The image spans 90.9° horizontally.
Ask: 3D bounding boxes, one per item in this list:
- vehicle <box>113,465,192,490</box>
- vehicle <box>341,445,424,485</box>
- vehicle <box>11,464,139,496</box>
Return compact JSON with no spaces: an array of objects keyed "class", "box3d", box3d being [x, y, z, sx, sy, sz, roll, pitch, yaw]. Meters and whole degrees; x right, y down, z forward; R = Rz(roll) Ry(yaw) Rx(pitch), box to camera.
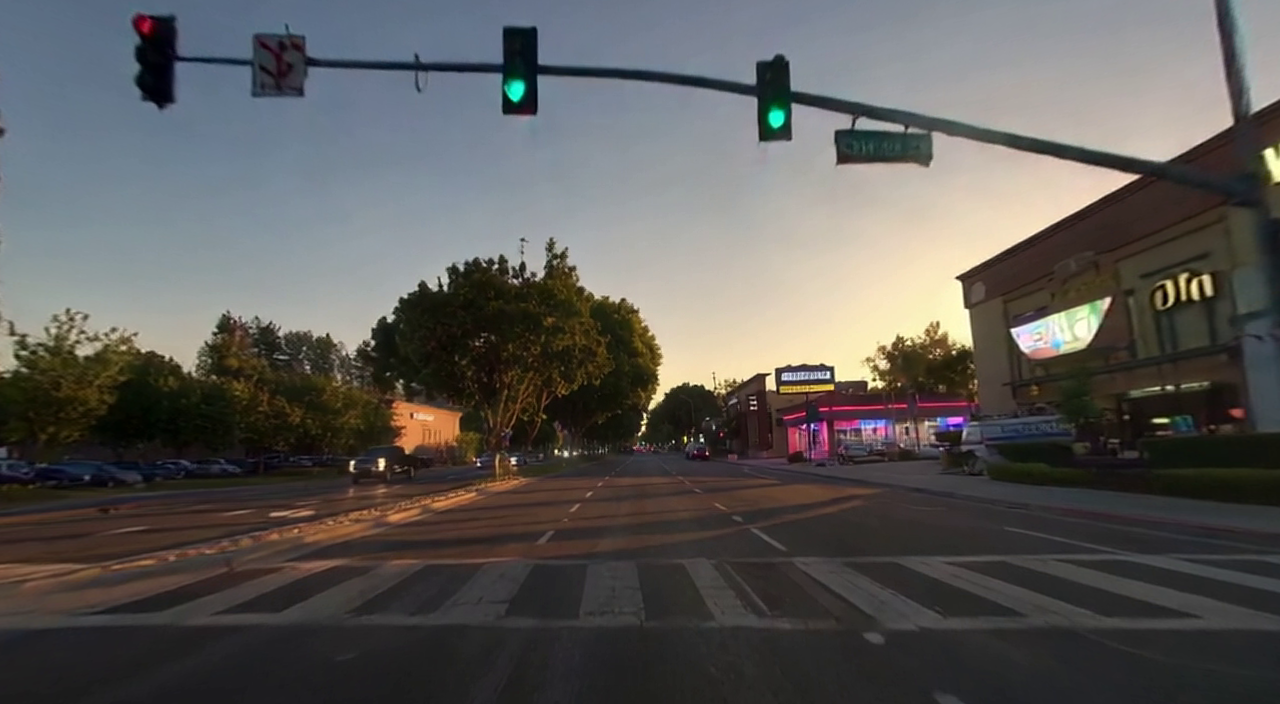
[{"class":"vehicle","box3d":[-31.562,8.143,40.895,3.590,1.441,1.605,2,-9,-15]},{"class":"vehicle","box3d":[-14.627,6.399,36.244,2.315,1.998,5.808,-3,-8,1]},{"class":"vehicle","box3d":[-30.928,7.022,34.725,4.731,1.486,2.187,4,-9,-27]}]
